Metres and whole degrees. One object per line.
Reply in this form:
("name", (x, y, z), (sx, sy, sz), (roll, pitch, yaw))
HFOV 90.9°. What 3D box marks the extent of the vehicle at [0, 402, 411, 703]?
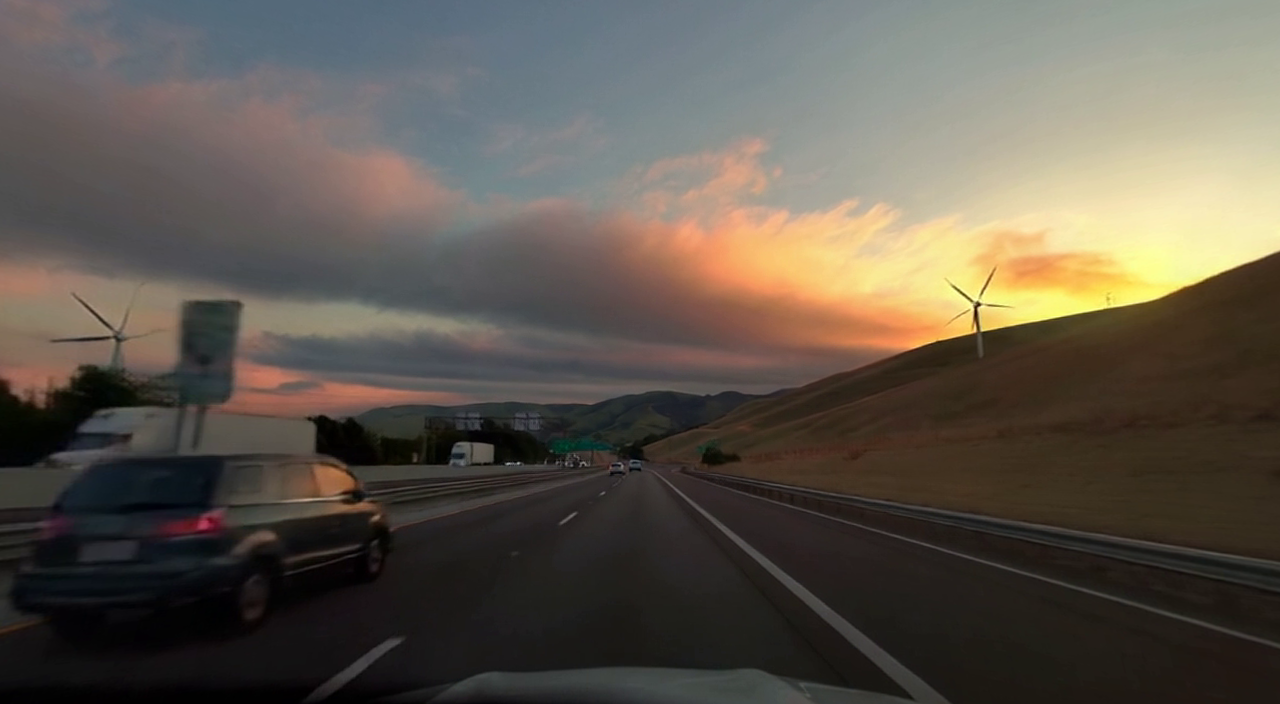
("vehicle", (-3.553, 1.303, 4.430), (2.039, 1.505, 4.843), (1, -10, 0))
